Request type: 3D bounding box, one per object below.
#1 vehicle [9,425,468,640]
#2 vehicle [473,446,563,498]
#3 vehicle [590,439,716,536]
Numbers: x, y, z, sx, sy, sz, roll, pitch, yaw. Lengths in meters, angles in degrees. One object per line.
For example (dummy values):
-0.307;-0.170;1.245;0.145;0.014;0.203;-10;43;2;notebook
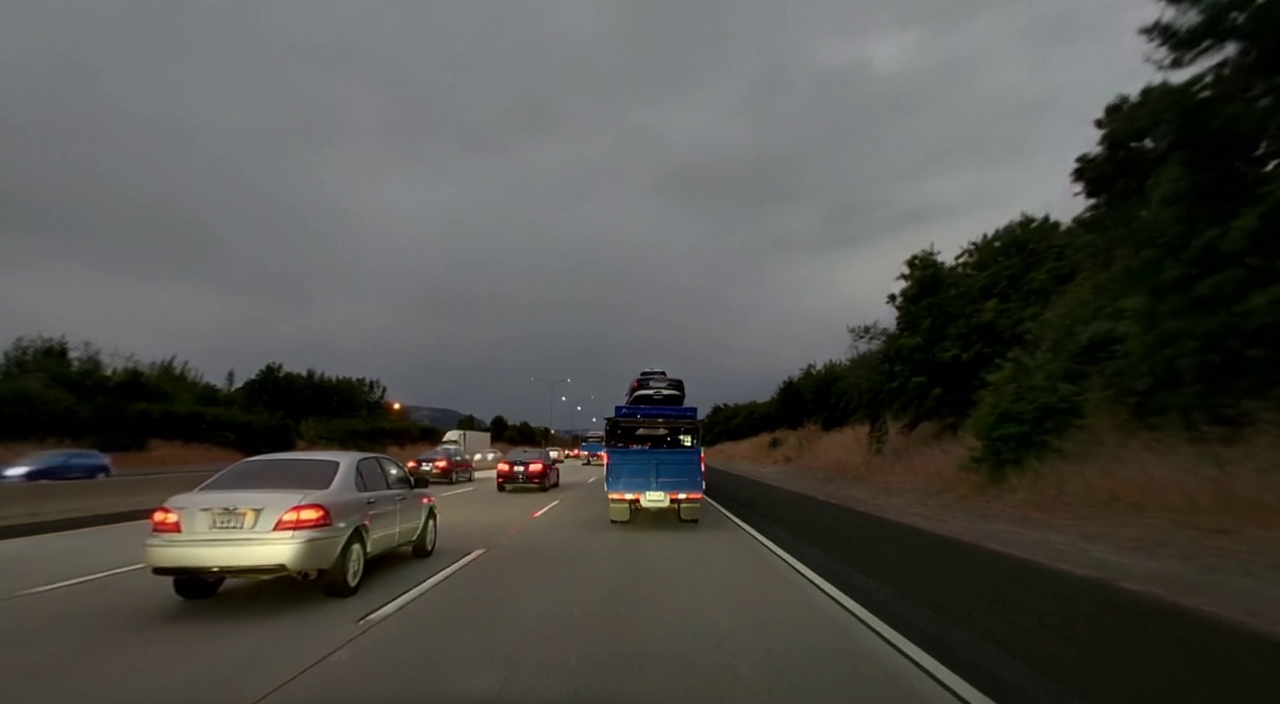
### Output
-3.369;1.574;6.413;2.149;1.497;3.753;0;-9;0;vehicle
-3.824;3.842;20.603;1.947;1.470;4.526;0;-9;1;vehicle
0.172;2.414;11.753;1.991;1.507;3.391;0;-9;-1;vehicle
